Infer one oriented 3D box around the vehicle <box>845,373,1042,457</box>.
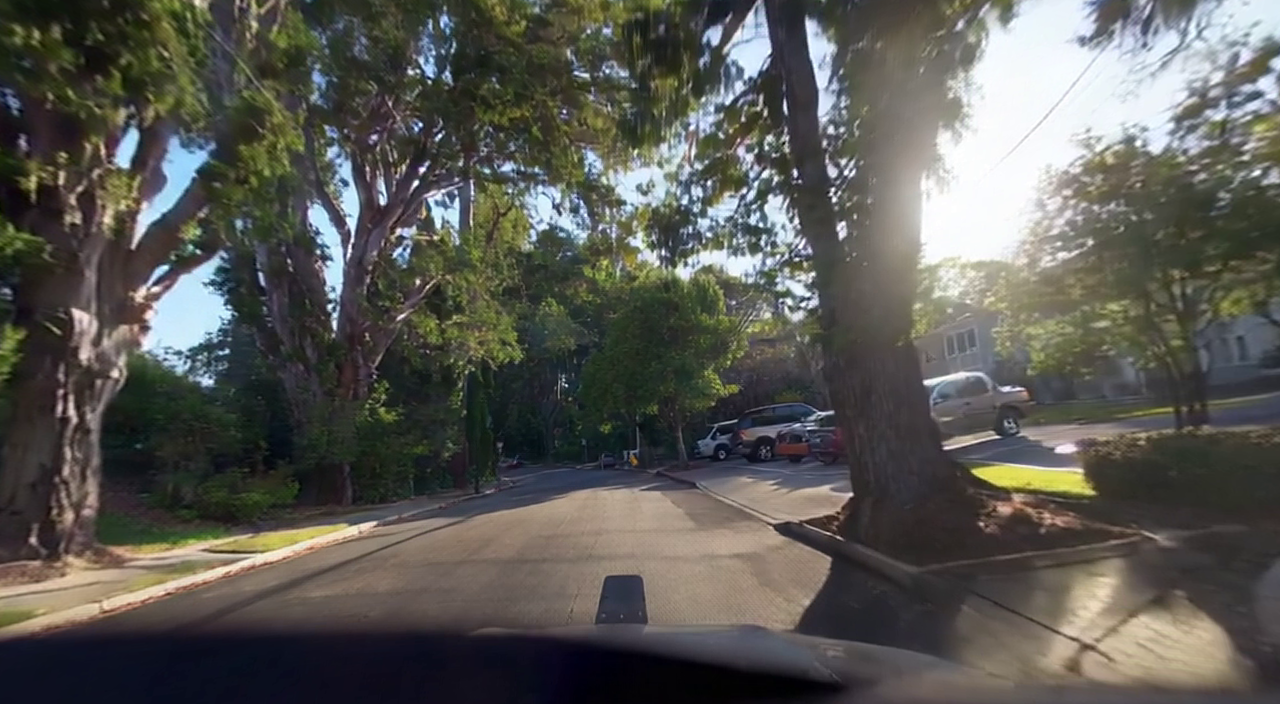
[{"bbox_3d":[8.052,1.719,16.764,4.780,1.984,1.896,3,-9,-23],"label":"vehicle"}]
